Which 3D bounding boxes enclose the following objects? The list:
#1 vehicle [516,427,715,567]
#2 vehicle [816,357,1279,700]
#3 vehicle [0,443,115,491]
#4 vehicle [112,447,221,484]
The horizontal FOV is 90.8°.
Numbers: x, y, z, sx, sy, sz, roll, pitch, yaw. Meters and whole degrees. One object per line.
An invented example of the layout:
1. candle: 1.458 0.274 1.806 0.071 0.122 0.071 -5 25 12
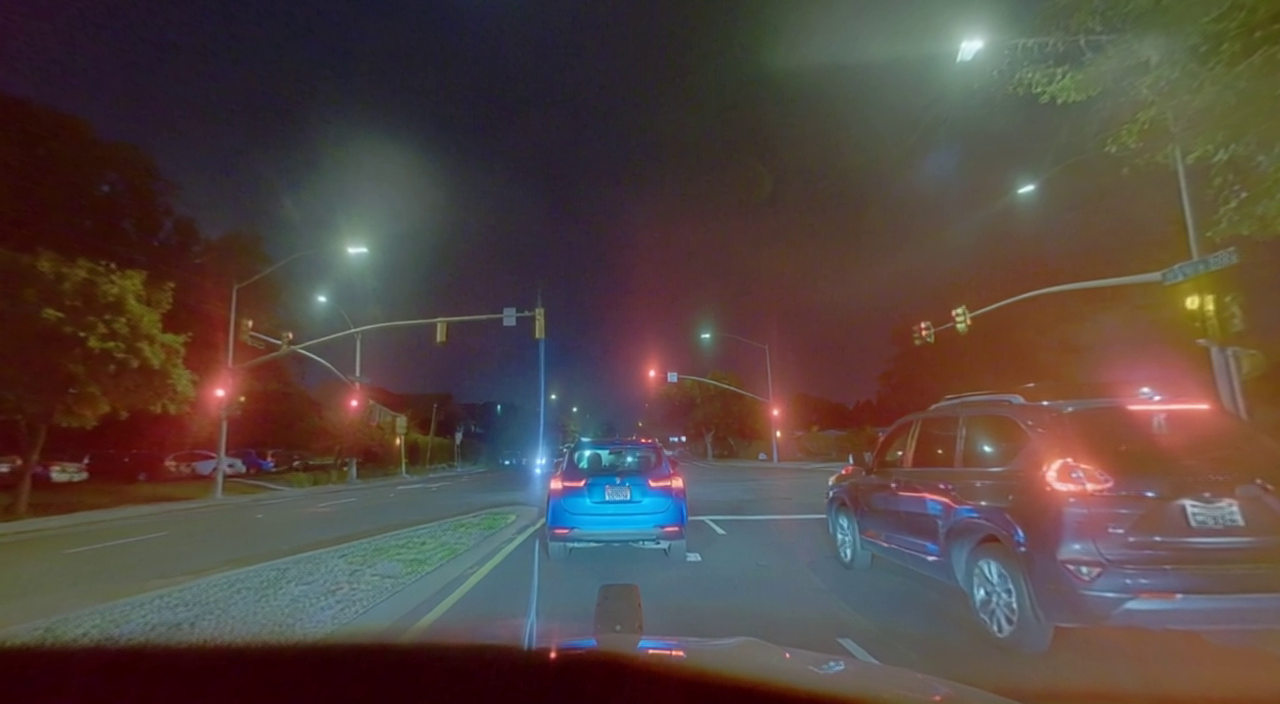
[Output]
1. vehicle: -0.302 1.951 9.364 2.177 1.512 4.682 0 -8 -1
2. vehicle: 3.197 1.226 5.518 2.046 1.768 4.370 0 -9 0
3. vehicle: -28.454 5.379 29.850 5.119 2.119 2.199 5 -10 -31
4. vehicle: -28.581 6.825 38.388 4.943 2.110 2.217 5 -10 -32
